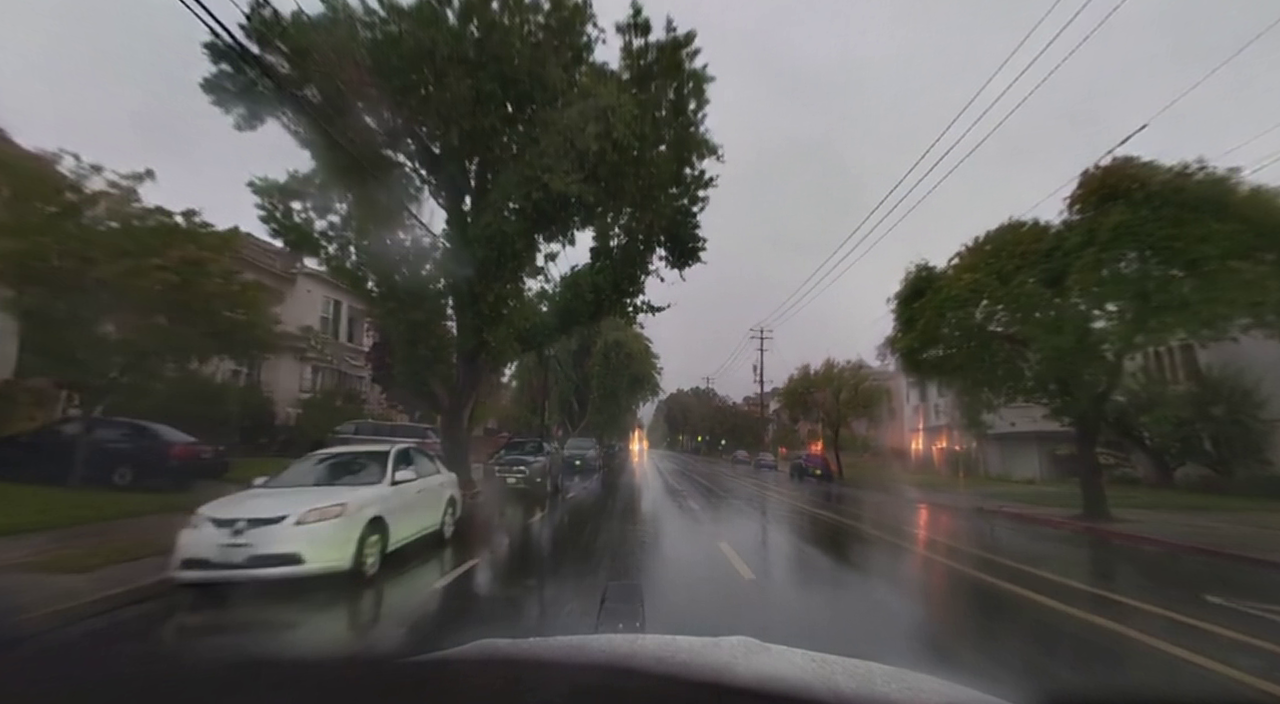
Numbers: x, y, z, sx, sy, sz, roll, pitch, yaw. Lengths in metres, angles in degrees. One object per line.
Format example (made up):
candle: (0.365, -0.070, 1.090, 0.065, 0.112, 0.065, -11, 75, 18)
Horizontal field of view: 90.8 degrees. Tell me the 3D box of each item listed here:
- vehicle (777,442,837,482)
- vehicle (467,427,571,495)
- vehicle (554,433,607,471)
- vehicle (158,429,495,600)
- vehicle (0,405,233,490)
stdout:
vehicle: (9.792, 6.439, 37.325, 2.156, 1.882, 4.790, 8, -8, 2)
vehicle: (-3.420, 3.221, 18.964, 2.127, 1.737, 4.961, 0, -9, 0)
vehicle: (-3.137, 5.455, 34.656, 2.290, 1.924, 5.536, 0, -8, 1)
vehicle: (-3.459, 1.869, 8.332, 1.917, 1.516, 4.898, -2, -8, 1)
vehicle: (-11.978, 2.113, 14.207, 4.156, 1.562, 2.011, 3, -8, 0)
